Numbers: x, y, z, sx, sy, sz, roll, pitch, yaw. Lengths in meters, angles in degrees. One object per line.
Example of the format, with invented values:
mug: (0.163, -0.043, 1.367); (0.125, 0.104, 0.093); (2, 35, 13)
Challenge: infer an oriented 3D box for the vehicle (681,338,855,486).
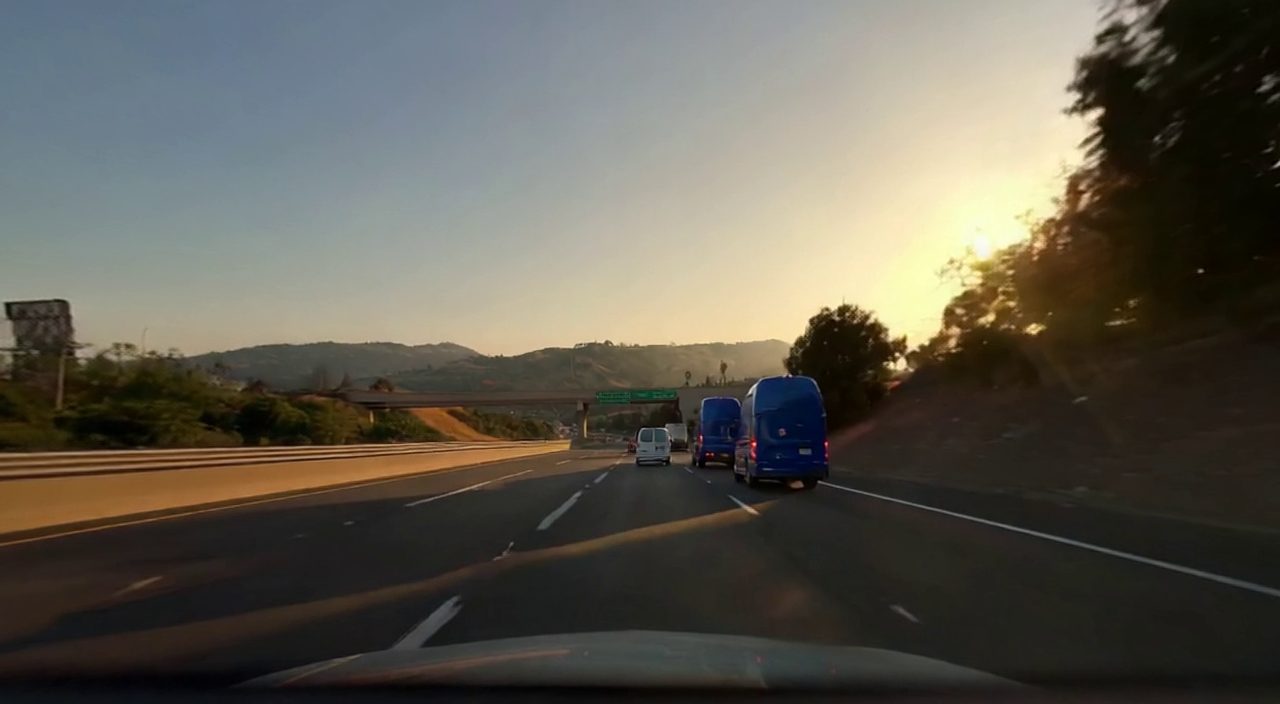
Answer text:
vehicle: (4.179, 2.857, 26.307); (3.892, 4.216, 16.830); (0, -8, 1)

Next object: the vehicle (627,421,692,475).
vehicle: (0.742, 3.965, 26.292); (2.469, 2.027, 4.554); (0, -8, 1)
